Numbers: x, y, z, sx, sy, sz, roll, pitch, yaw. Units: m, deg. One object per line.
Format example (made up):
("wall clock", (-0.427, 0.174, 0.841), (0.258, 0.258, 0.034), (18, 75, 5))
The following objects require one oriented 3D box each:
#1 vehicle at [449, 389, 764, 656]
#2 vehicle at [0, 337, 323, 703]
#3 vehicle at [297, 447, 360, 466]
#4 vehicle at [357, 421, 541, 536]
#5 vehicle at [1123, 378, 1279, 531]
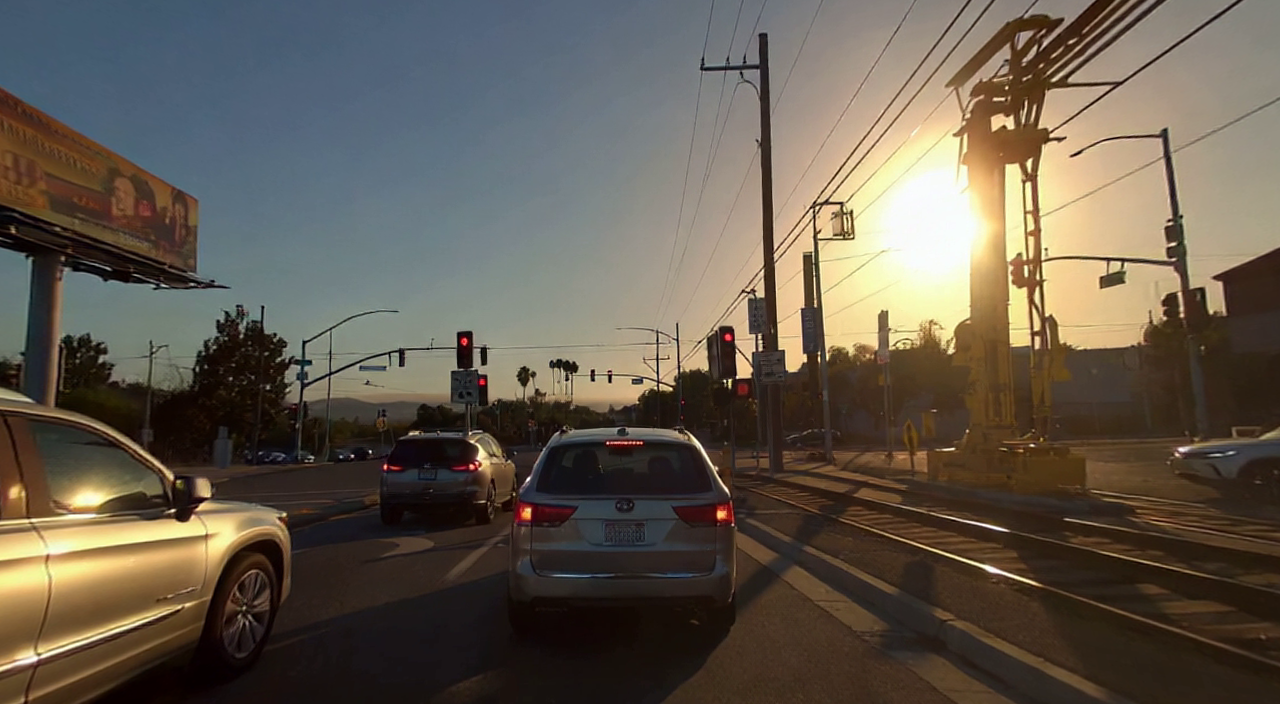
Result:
("vehicle", (-0.216, 1.377, 5.996), (2.025, 1.723, 3.644), (0, -9, 0))
("vehicle", (-3.925, 0.890, 3.130), (2.052, 1.814, 5.184), (0, -9, -1))
("vehicle", (-24.199, 8.090, 49.079), (4.357, 1.444, 1.842), (-3, -9, 19))
("vehicle", (-3.154, 2.185, 11.511), (1.988, 1.678, 4.317), (0, -9, 0))
("vehicle", (9.608, 1.316, 8.205), (5.060, 1.702, 2.033), (1, -9, -4))
